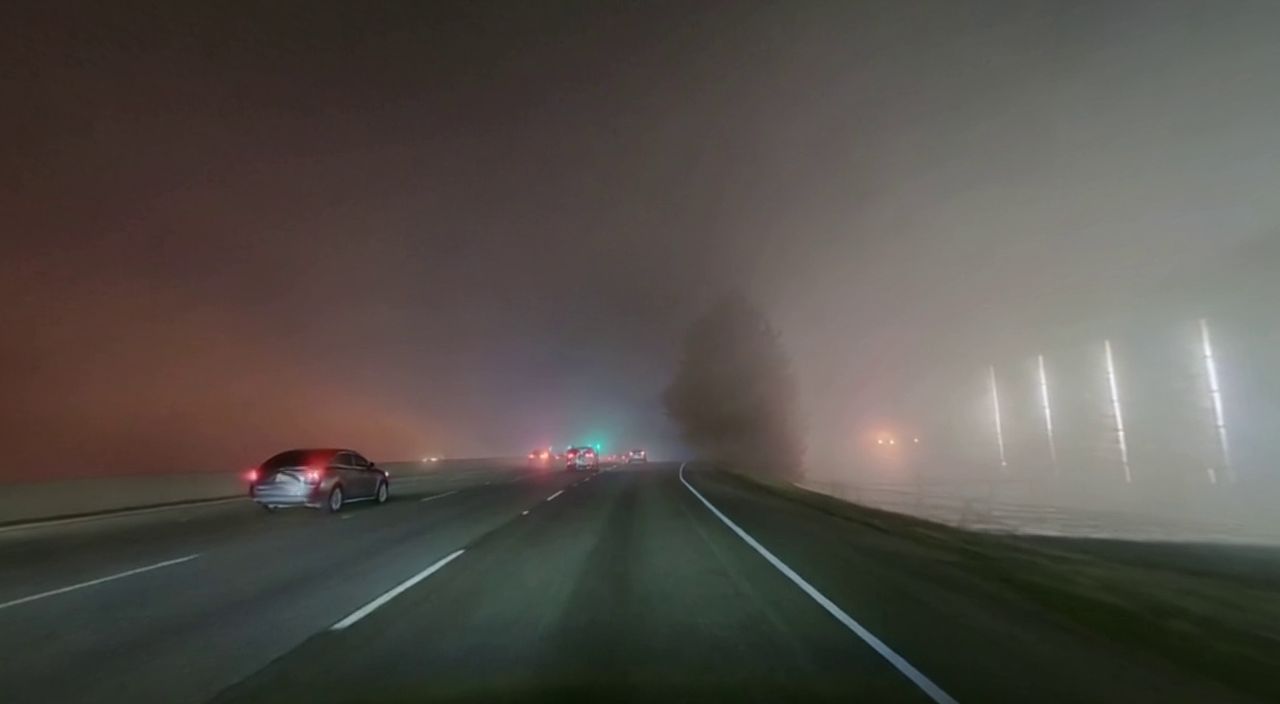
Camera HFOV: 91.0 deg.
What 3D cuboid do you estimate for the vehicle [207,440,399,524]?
[{"bbox_3d":[-7.745,2.988,15.127,2.071,1.661,4.540,-1,-8,0],"label":"vehicle"}]

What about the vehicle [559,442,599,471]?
[{"bbox_3d":[-3.983,6.915,41.880,2.158,1.717,4.375,-1,-8,1],"label":"vehicle"}]
